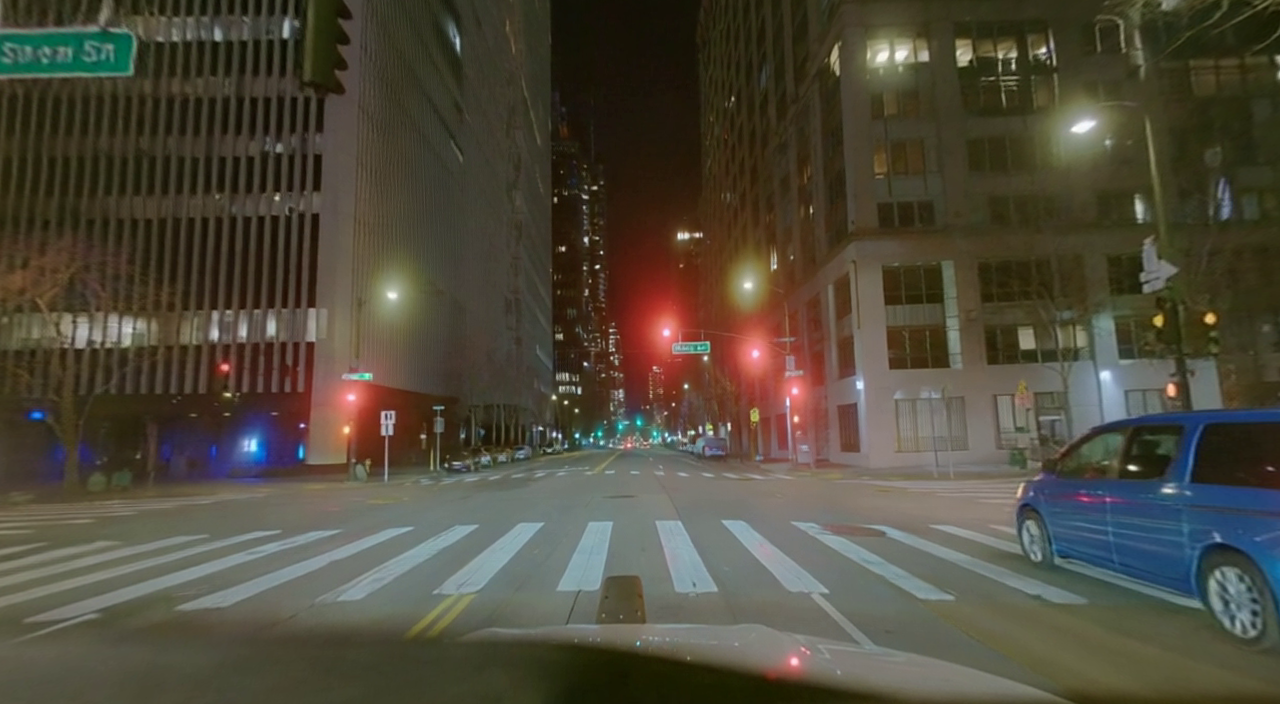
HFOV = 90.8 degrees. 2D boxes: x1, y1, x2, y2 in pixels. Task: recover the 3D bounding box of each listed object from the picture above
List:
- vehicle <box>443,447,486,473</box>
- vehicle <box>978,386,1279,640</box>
[{"bbox_3d":[-12.438,7.653,45.086,1.935,1.639,4.244,-3,-8,-2],"label":"vehicle"},{"bbox_3d":[5.589,1.347,5.827,2.070,1.804,4.881,0,-8,-2],"label":"vehicle"}]
